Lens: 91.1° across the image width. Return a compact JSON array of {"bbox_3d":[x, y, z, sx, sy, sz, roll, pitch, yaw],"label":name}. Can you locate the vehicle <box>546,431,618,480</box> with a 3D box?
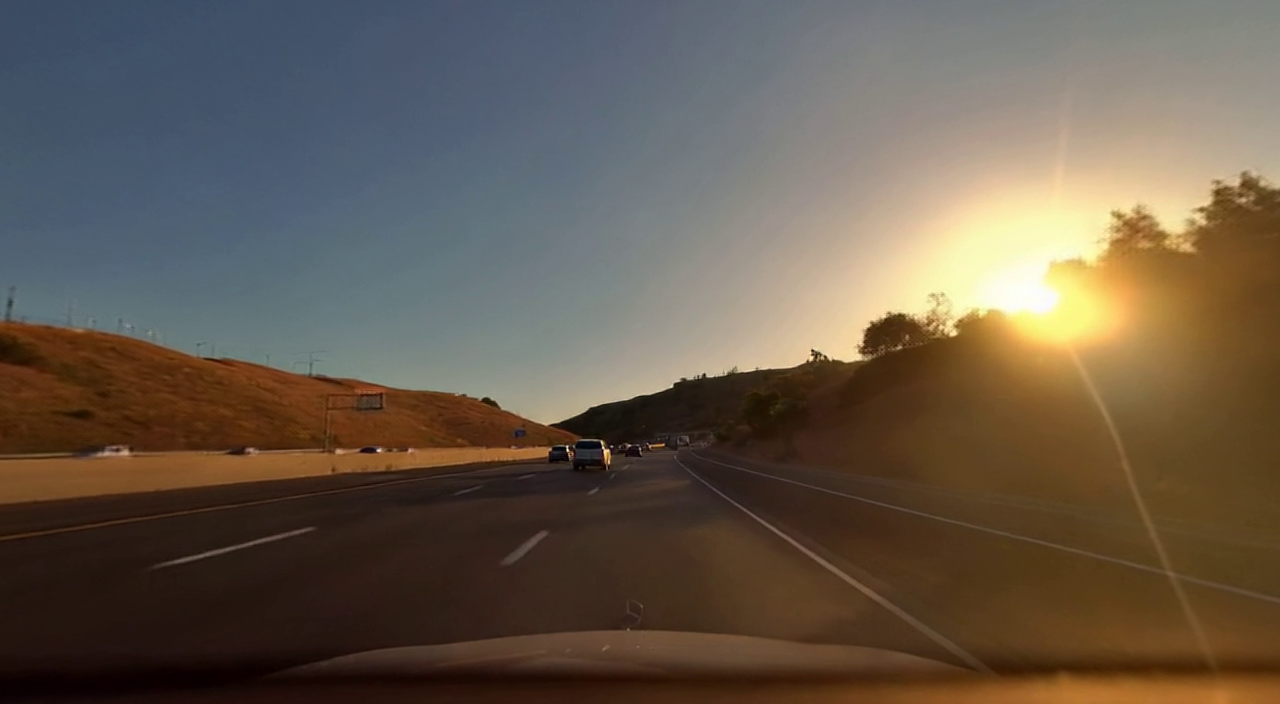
[{"bbox_3d":[-2.332,4.388,26.871,2.413,1.896,5.218,0,-8,2],"label":"vehicle"}]
